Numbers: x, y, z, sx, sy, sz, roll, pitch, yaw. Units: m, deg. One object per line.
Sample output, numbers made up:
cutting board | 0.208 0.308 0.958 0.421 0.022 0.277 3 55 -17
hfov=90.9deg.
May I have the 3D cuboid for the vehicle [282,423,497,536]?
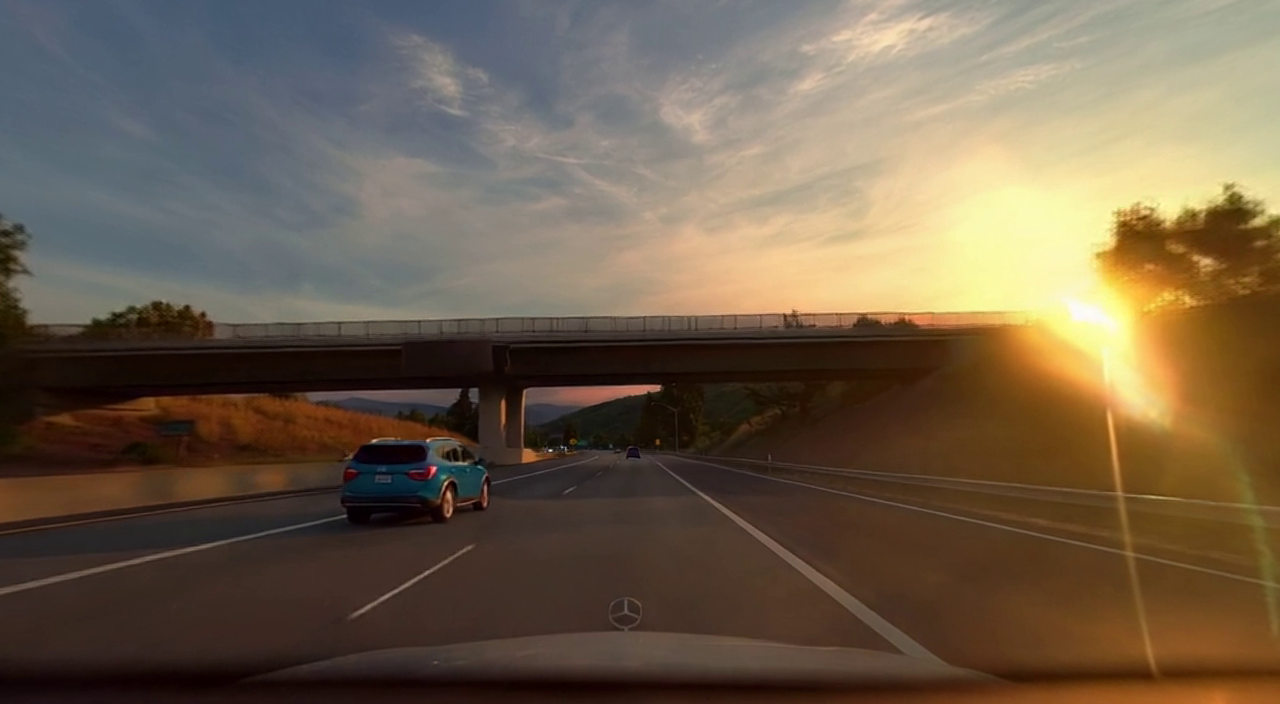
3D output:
vehicle | -4.457 2.362 12.270 2.221 1.750 4.706 0 -9 0
